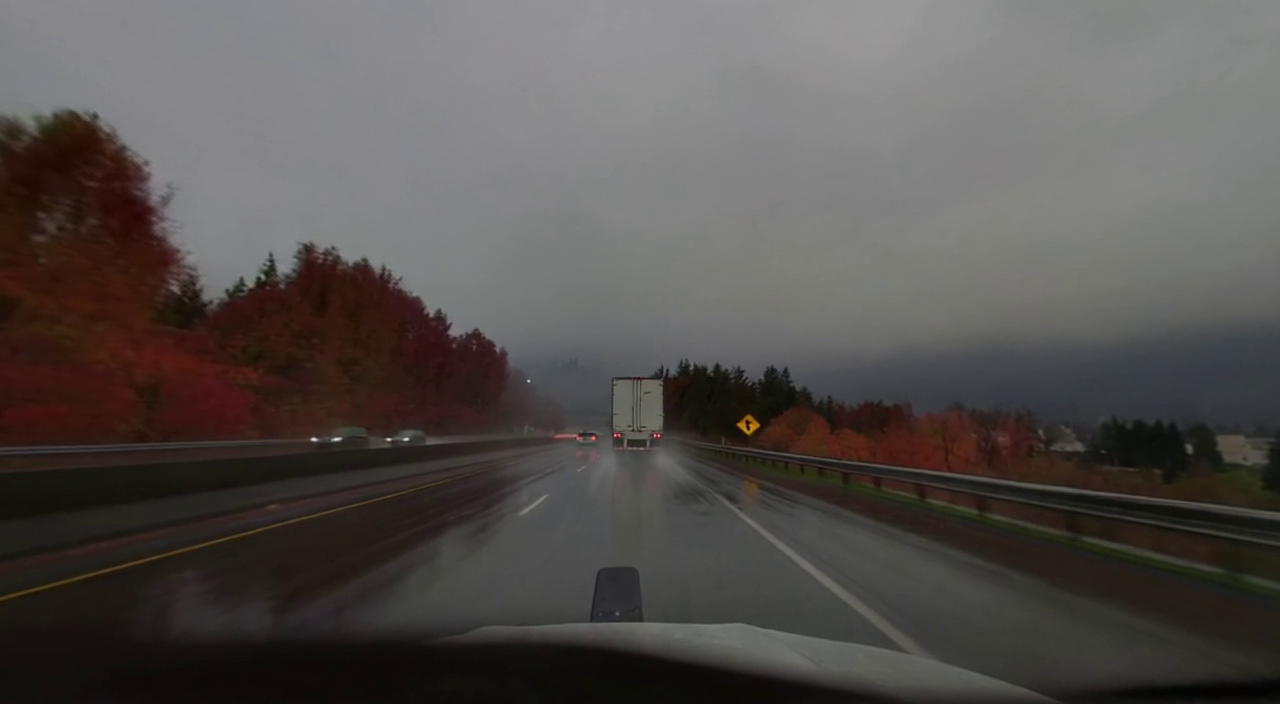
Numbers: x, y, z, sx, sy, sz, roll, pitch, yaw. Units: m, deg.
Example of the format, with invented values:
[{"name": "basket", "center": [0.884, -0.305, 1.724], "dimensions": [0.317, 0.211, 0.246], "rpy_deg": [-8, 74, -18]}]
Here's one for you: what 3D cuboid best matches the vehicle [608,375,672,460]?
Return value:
[{"name": "vehicle", "center": [-0.153, 3.884, 35.690], "dimensions": [3.013, 4.016, 11.496], "rpy_deg": [0, -8, -2]}]
